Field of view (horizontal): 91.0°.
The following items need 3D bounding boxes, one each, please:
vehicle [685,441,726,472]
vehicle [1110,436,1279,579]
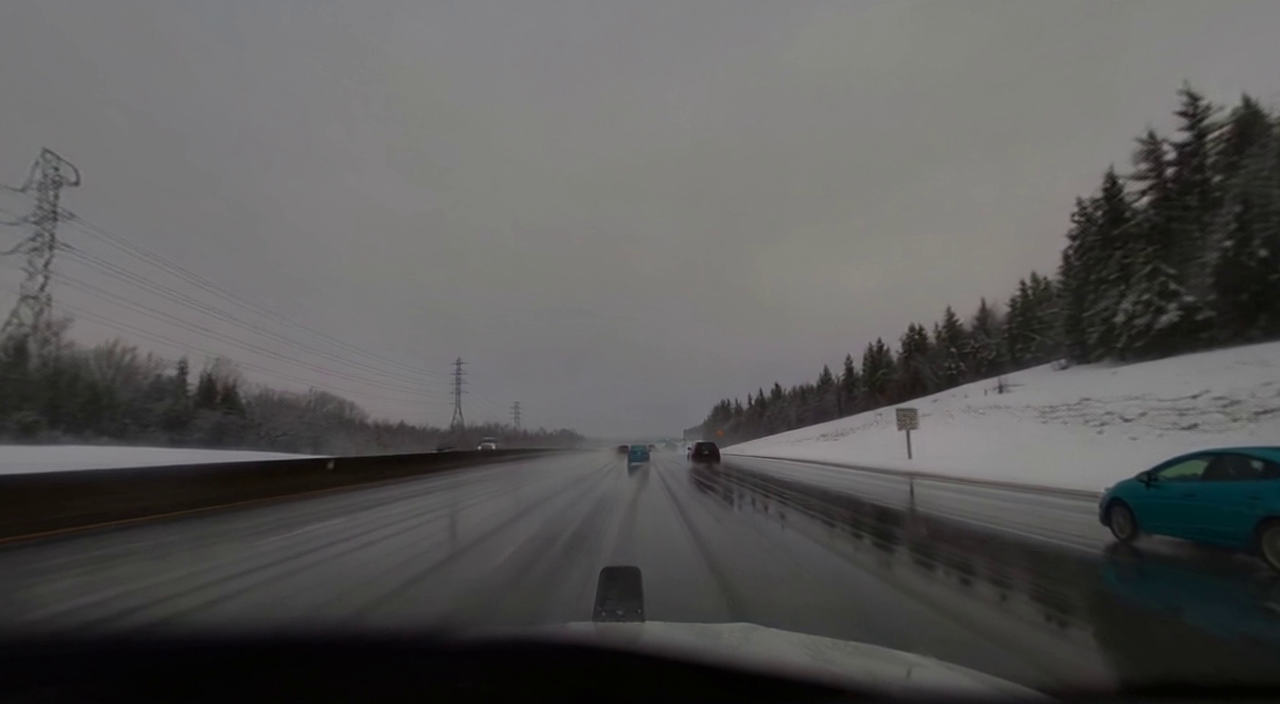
[{"bbox_3d":[3.990,6.453,39.042,2.159,1.782,4.673,0,-9,2],"label":"vehicle"},{"bbox_3d":[7.998,1.715,6.899,1.970,1.545,4.818,1,-8,0],"label":"vehicle"}]
